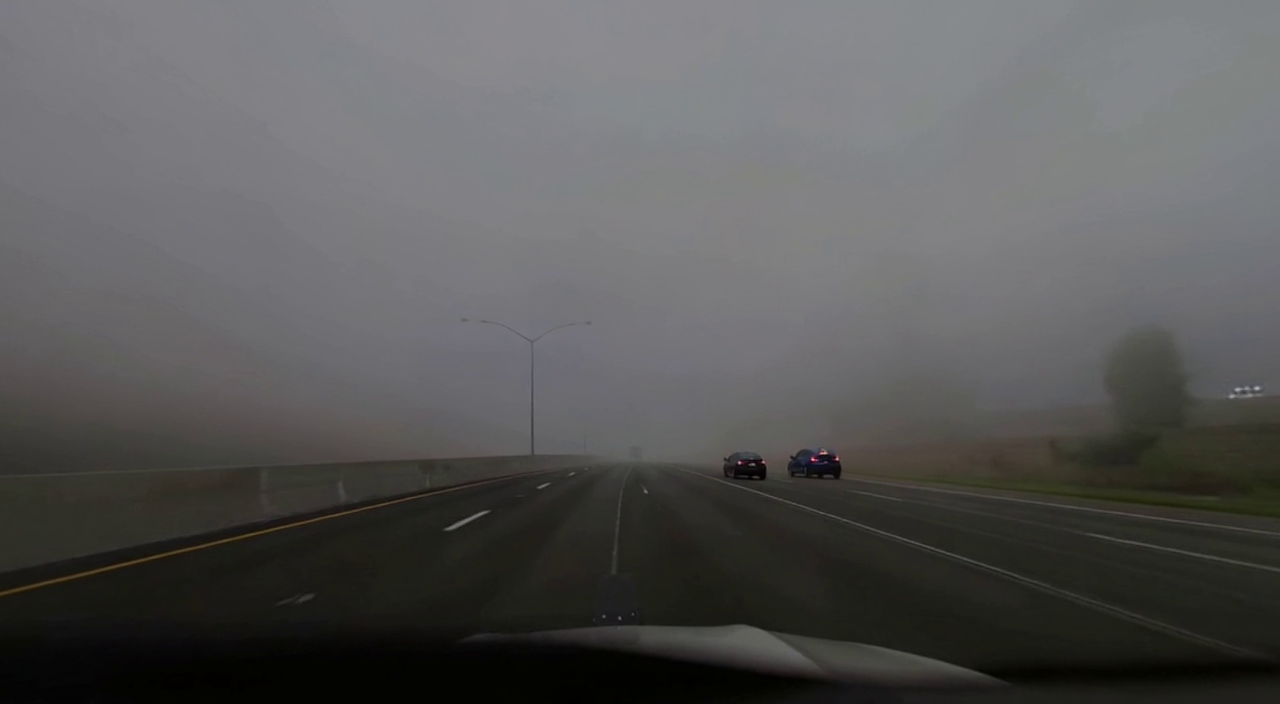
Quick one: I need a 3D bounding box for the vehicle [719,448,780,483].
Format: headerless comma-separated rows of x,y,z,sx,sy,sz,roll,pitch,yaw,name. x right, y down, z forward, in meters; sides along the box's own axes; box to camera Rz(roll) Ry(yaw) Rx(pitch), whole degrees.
5.228,5.487,30.729,2.053,1.553,4.463,0,-9,-1,vehicle

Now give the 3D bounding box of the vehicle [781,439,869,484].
8.731,5.222,30.329,2.387,1.936,5.646,0,-9,-1,vehicle
